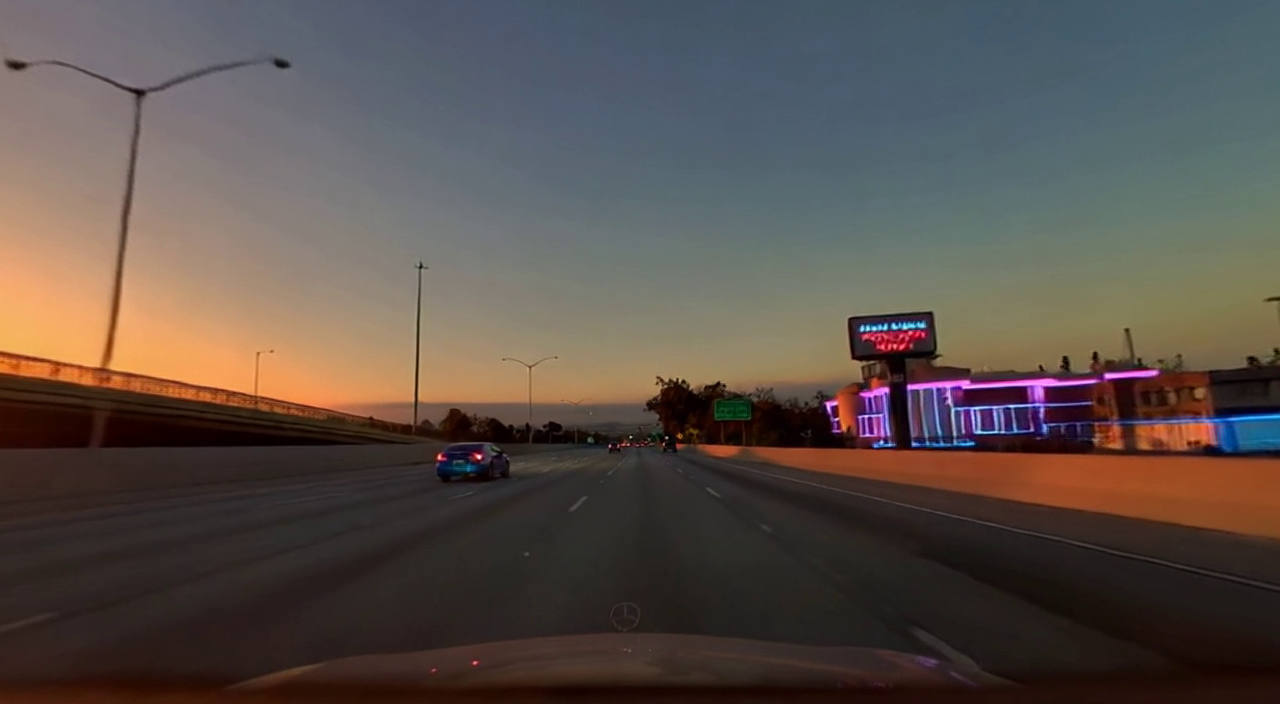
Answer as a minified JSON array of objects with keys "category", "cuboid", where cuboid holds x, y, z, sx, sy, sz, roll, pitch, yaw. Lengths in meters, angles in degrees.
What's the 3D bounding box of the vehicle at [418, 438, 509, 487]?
[{"category":"vehicle","cuboid":[-6.127,3.870,22.513,1.990,1.529,4.288,0,-8,0]}]
